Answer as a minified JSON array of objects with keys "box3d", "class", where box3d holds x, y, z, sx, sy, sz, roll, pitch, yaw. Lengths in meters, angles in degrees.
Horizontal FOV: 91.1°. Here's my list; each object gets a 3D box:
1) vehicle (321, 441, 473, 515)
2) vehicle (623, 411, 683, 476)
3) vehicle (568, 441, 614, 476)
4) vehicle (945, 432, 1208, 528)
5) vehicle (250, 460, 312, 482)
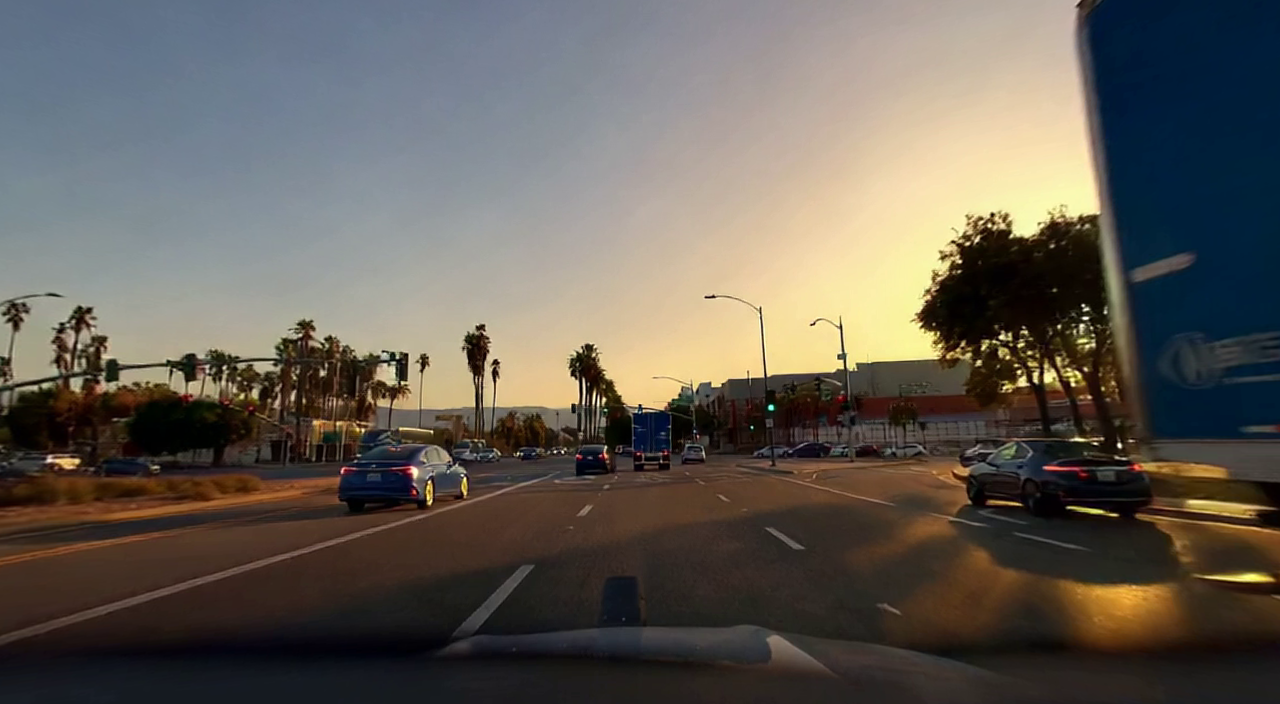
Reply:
[{"box3d":[-6.042,3.159,16.362,2.045,1.630,4.680,0,-9,1],"class":"vehicle"},{"box3d":[0.716,5.056,34.713,2.993,3.235,6.692,0,-9,1],"class":"vehicle"},{"box3d":[-2.692,6.011,35.703,2.178,1.826,4.933,0,-9,1],"class":"vehicle"},{"box3d":[7.989,2.358,12.201,1.961,1.502,4.541,0,-9,2],"class":"vehicle"},{"box3d":[-27.607,9.178,48.441,1.969,1.487,4.512,0,-9,2],"class":"vehicle"}]
